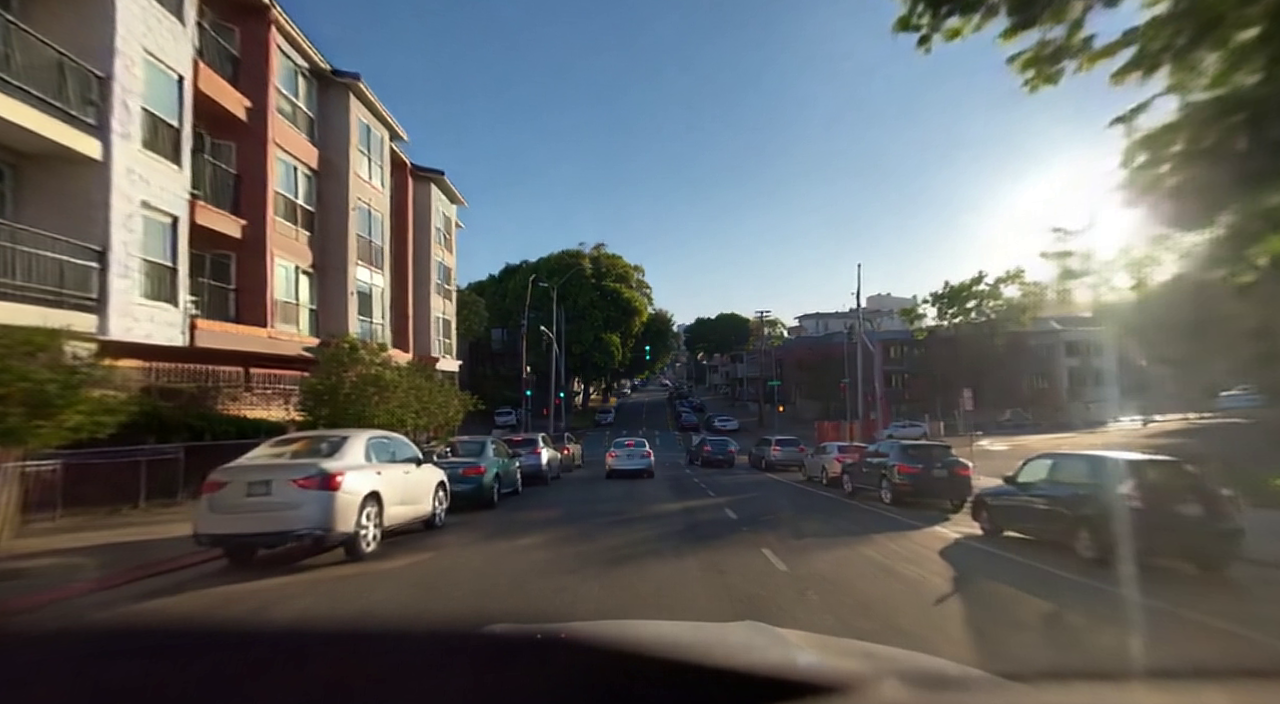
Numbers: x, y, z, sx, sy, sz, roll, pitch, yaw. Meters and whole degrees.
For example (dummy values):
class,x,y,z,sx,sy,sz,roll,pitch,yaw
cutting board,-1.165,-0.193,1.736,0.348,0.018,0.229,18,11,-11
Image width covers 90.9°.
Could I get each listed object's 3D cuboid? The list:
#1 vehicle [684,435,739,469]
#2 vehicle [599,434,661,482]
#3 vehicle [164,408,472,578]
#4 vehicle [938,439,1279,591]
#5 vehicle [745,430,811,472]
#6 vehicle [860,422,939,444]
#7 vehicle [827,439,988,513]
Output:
class,x,y,z,sx,sy,sz,roll,pitch,yaw
vehicle,3.249,4.677,29.596,2.055,1.450,4.676,0,-9,0
vehicle,-0.296,3.605,21.674,1.923,1.460,3.923,0,-9,0
vehicle,-3.694,1.670,8.171,1.831,1.650,3.852,0,-9,2
vehicle,6.193,1.996,8.692,1.980,1.518,4.526,0,-9,0
vehicle,6.176,4.525,28.822,1.999,1.752,4.502,0,-9,0
vehicle,18.395,5.778,44.848,4.738,1.537,1.960,0,-9,3
vehicle,6.119,2.863,15.103,1.938,1.487,4.371,0,-9,0
